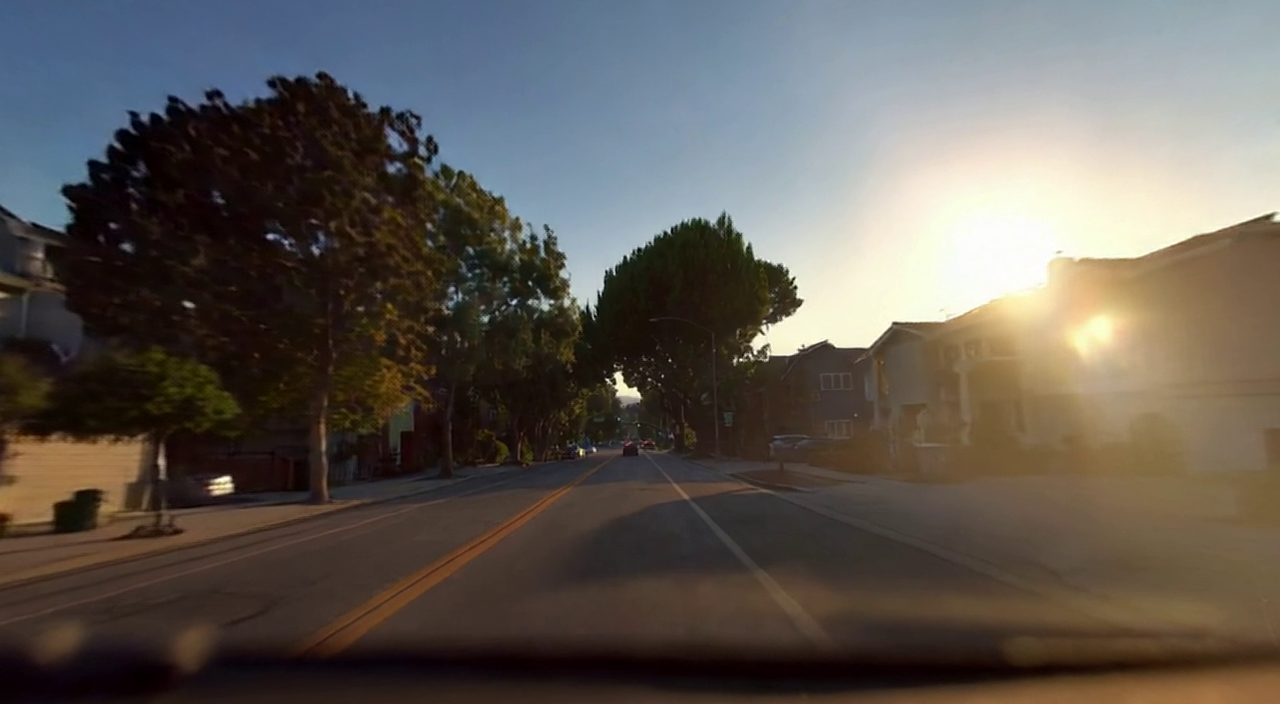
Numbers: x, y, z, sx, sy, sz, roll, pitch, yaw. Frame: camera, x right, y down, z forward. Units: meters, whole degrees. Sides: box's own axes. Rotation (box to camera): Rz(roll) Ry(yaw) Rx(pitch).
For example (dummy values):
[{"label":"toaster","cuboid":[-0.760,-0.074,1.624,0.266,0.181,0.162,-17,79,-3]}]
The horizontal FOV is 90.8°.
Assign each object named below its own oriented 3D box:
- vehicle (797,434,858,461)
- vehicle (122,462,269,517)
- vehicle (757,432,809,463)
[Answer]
[{"label":"vehicle","cuboid":[11.799,6.063,40.144,2.181,1.530,4.867,-2,-8,-3]},{"label":"vehicle","cuboid":[-15.415,4.743,22.262,2.124,1.538,4.237,-1,-8,0]},{"label":"vehicle","cuboid":[9.026,6.077,40.214,2.121,1.785,4.693,0,-8,-1]}]
